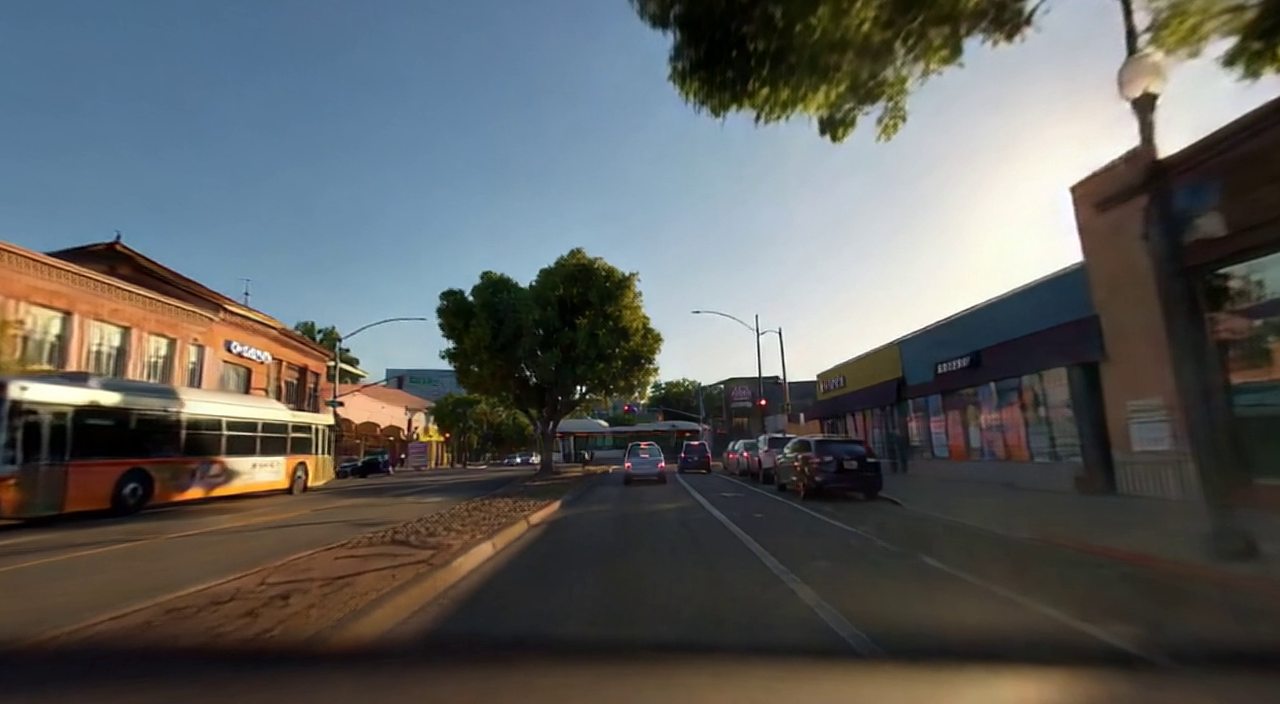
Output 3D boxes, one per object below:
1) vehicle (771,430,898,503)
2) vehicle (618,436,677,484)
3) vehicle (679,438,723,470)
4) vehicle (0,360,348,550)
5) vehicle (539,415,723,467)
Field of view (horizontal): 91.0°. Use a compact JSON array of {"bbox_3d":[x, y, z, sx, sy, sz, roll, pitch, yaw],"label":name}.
[{"bbox_3d":[5.031,3.029,17.035,2.014,1.681,4.332,0,-9,-1],"label":"vehicle"},{"bbox_3d":[0.215,4.225,24.879,2.089,1.699,4.650,1,-9,-1],"label":"vehicle"},{"bbox_3d":[3.332,5.680,35.149,2.222,1.688,3.952,0,-9,3],"label":"vehicle"},{"bbox_3d":[-12.794,2.757,17.476,3.356,3.365,12.460,0,-9,0],"label":"vehicle"},{"bbox_3d":[-0.579,6.522,46.121,12.978,3.538,3.117,0,-9,4],"label":"vehicle"}]
